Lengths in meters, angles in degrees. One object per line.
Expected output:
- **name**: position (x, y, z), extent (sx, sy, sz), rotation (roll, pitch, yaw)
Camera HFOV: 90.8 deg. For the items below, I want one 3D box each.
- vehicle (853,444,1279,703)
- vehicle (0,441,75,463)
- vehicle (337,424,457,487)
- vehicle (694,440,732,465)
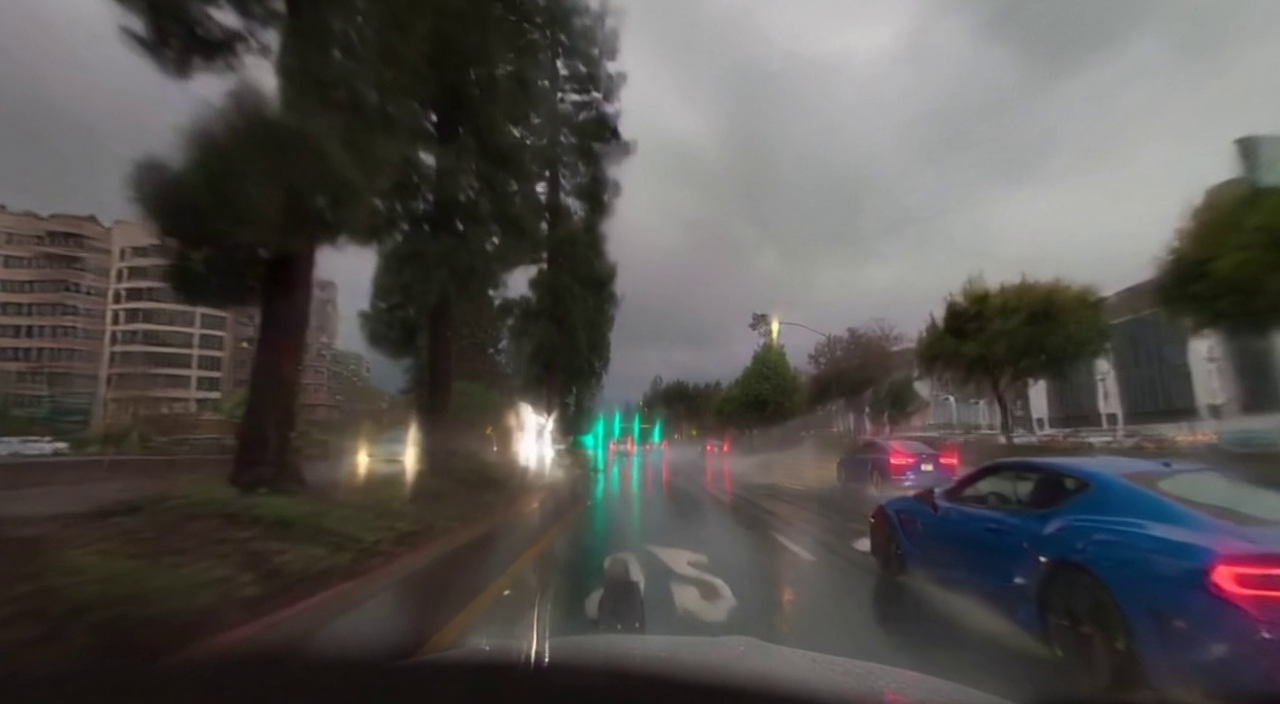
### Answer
- **vehicle**: position (3.428, 1.397, 4.858), extent (1.990, 1.347, 4.388), rotation (0, -9, -1)
- **vehicle**: position (-47.675, 7.867, 49.652), extent (4.503, 1.663, 1.718), rotation (1, -9, -5)
- **vehicle**: position (-7.678, 3.330, 20.539), extent (2.106, 1.768, 4.552), rotation (0, -9, 0)
- **vehicle**: position (5.197, 7.243, 45.631), extent (1.931, 1.685, 4.054), rotation (0, -9, -5)
